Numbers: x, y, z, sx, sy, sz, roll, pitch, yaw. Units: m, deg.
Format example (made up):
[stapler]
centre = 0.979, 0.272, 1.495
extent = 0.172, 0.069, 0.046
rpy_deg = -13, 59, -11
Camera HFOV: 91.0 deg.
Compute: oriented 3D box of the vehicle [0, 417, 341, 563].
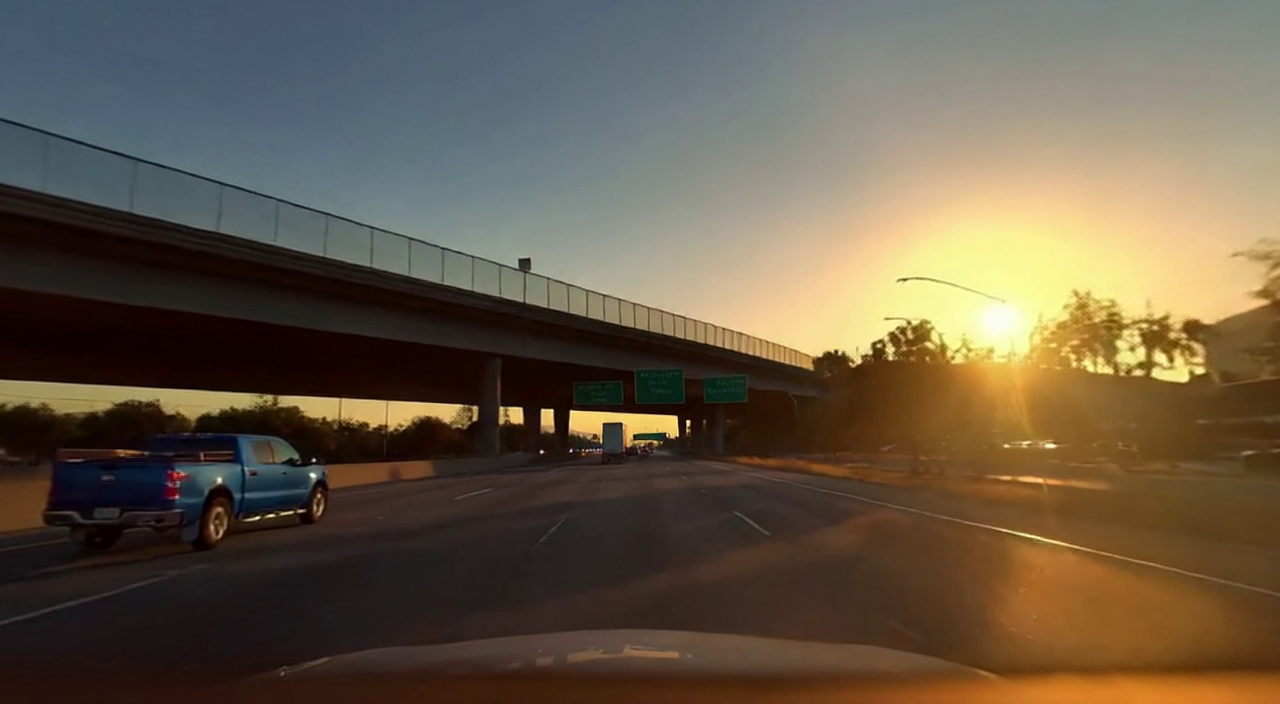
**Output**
[vehicle]
centre = -6.995, 2.012, 9.954
extent = 2.168, 1.729, 4.724
rpy_deg = 0, -9, 0
